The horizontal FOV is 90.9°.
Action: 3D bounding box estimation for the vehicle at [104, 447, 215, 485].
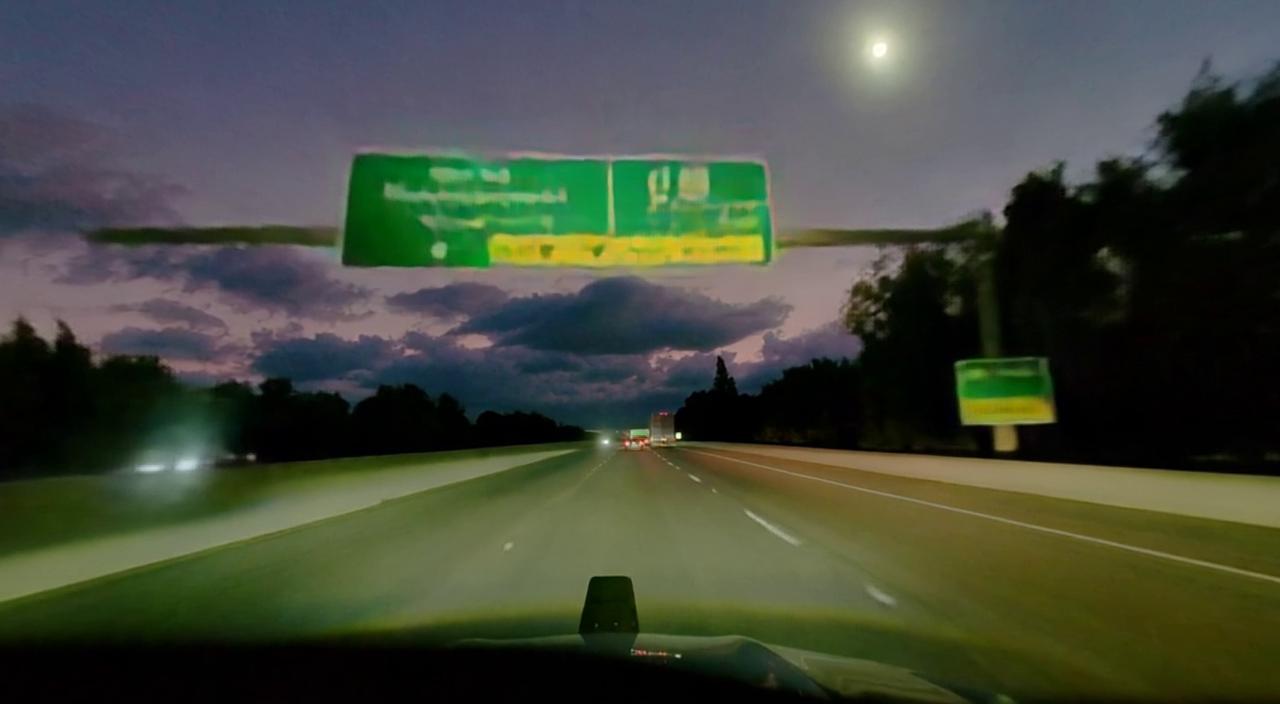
[{"bbox_3d":[-20.503,4.850,27.115,1.777,1.450,3.794,0,-8,-1],"label":"vehicle"}]
